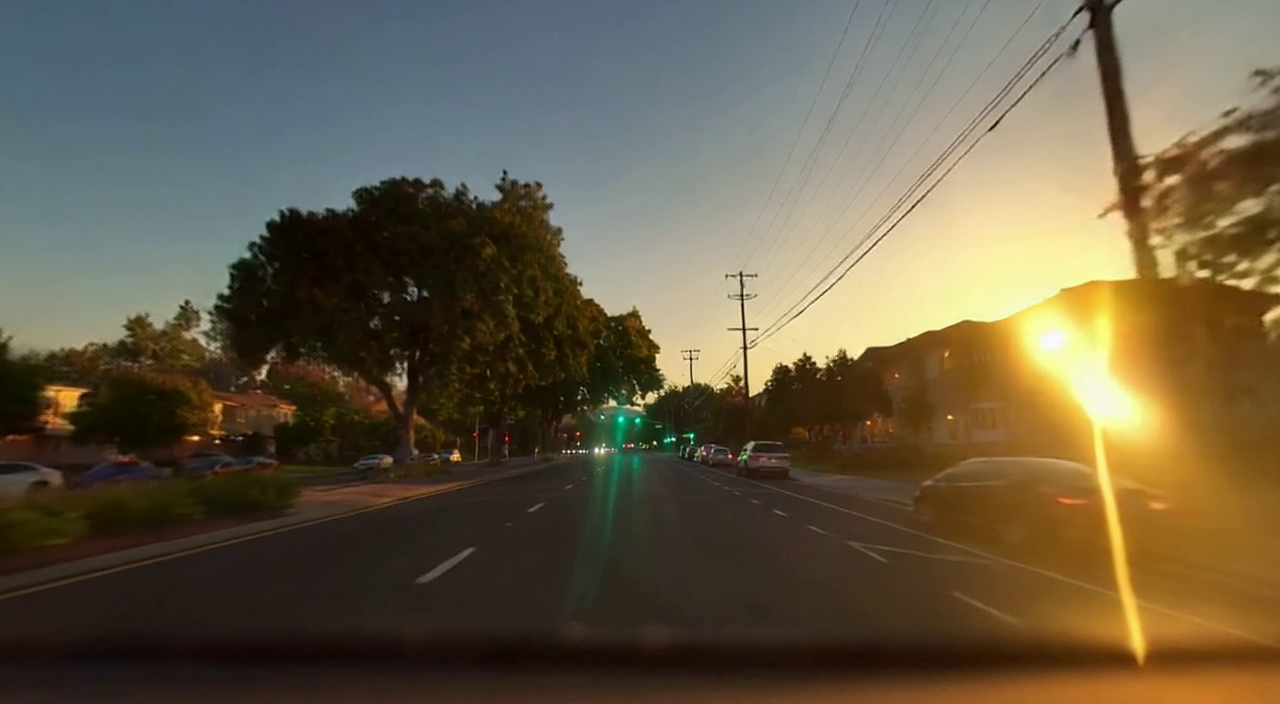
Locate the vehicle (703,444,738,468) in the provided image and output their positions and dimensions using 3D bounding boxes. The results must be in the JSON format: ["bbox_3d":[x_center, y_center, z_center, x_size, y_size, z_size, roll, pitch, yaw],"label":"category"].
[{"bbox_3d":[5.943,7.718,46.785,1.918,1.662,4.393,1,-9,-2],"label":"vehicle"}]

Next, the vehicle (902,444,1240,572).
[{"bbox_3d":[6.069,2.200,9.721,1.945,1.481,4.421,1,-9,-3],"label":"vehicle"}]

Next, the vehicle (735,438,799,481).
[{"bbox_3d":[5.896,5.038,29.640,2.004,1.816,4.585,0,-9,-1],"label":"vehicle"}]

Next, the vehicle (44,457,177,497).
[{"bbox_3d":[-22.254,5.233,26.650,1.785,1.461,4.377,0,-9,0],"label":"vehicle"}]

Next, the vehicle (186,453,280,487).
[{"bbox_3d":[-22.018,6.376,34.213,1.911,1.473,4.610,-1,-6,3],"label":"vehicle"}]
